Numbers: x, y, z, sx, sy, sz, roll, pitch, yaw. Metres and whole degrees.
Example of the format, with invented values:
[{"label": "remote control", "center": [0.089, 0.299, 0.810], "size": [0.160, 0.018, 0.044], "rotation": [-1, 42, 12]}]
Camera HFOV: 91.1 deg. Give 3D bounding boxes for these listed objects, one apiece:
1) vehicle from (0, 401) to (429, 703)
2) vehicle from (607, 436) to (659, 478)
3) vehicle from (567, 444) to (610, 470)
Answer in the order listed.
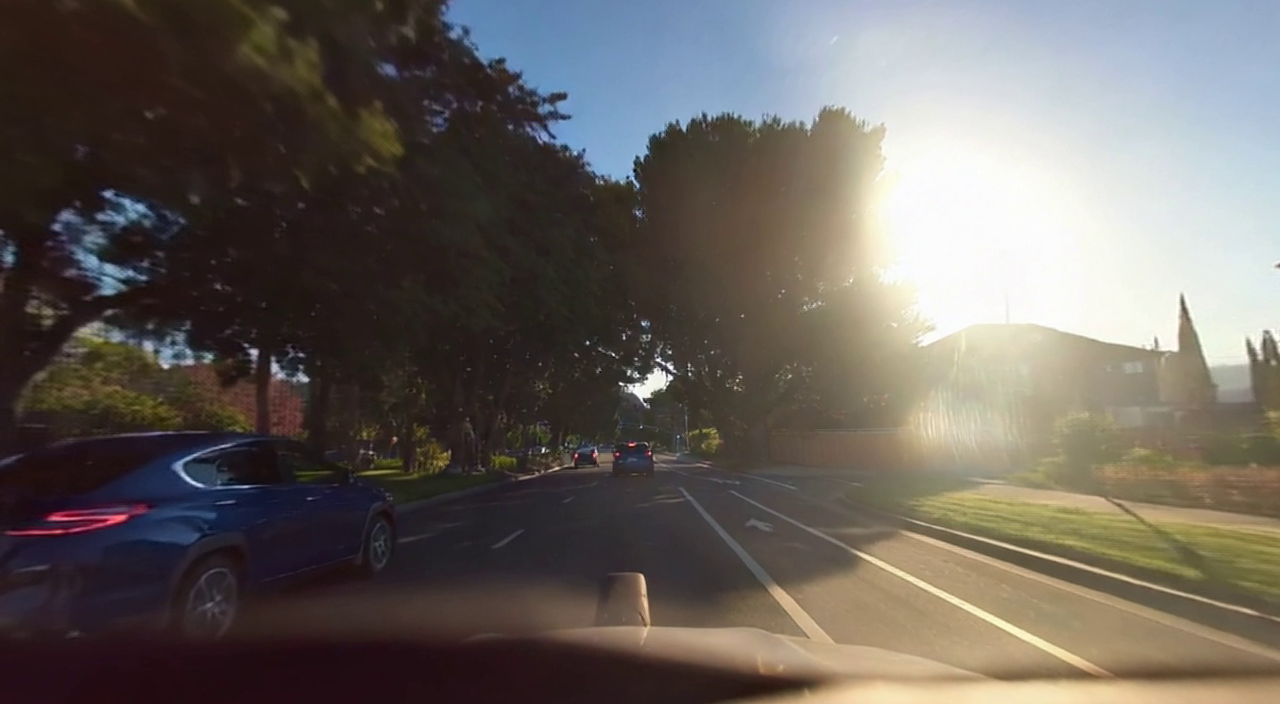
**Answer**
[{"label": "vehicle", "center": [-3.615, 1.279, 4.855], "size": [2.105, 1.469, 4.978], "rotation": [0, -8, 2]}, {"label": "vehicle", "center": [-0.275, 4.763, 28.665], "size": [2.220, 1.742, 4.047], "rotation": [0, -8, 1]}, {"label": "vehicle", "center": [-2.943, 6.164, 37.017], "size": [2.032, 1.433, 4.458], "rotation": [0, -8, 2]}]
